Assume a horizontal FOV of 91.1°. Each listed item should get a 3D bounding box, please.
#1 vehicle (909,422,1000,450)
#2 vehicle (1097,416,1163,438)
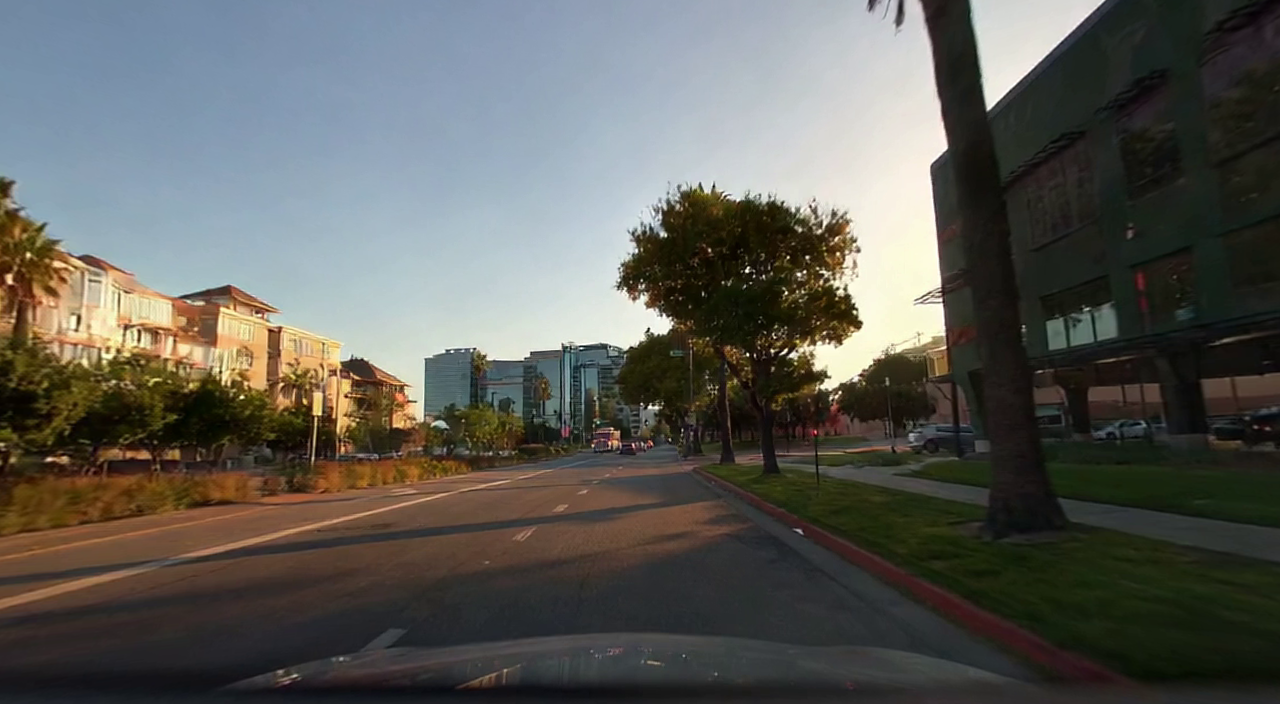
[{"bbox_3d":[16.753,4.490,33.512,3.945,1.463,1.684,1,-8,-5],"label":"vehicle"},{"bbox_3d":[37.024,5.730,47.561,1.794,1.535,4.466,-1,-8,6],"label":"vehicle"}]
